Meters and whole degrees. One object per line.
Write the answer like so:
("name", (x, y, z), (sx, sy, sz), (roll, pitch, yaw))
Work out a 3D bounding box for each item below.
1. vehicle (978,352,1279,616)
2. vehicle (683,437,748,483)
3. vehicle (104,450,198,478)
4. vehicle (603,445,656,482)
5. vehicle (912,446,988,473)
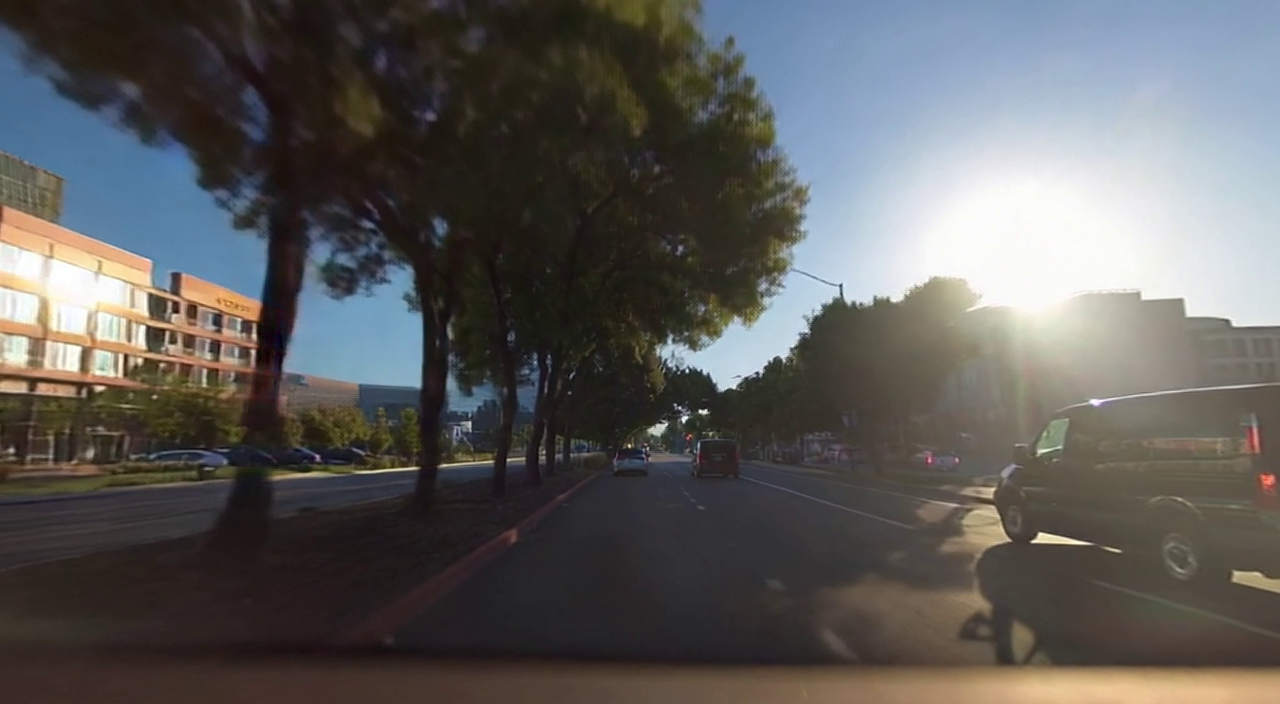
("vehicle", (6.493, 1.315, 6.791), (2.573, 2.127, 5.568), (0, -9, 0))
("vehicle", (3.054, 4.477, 26.451), (2.047, 1.711, 4.265), (0, -9, -2))
("vehicle", (-29.029, 6.642, 37.715), (1.877, 1.455, 4.629), (-1, -8, 0))
("vehicle", (-0.454, 4.733, 27.197), (2.095, 1.456, 3.873), (0, -9, -1))
("vehicle", (18.408, 6.371, 37.783), (2.017, 1.466, 4.733), (0, -9, -2))
